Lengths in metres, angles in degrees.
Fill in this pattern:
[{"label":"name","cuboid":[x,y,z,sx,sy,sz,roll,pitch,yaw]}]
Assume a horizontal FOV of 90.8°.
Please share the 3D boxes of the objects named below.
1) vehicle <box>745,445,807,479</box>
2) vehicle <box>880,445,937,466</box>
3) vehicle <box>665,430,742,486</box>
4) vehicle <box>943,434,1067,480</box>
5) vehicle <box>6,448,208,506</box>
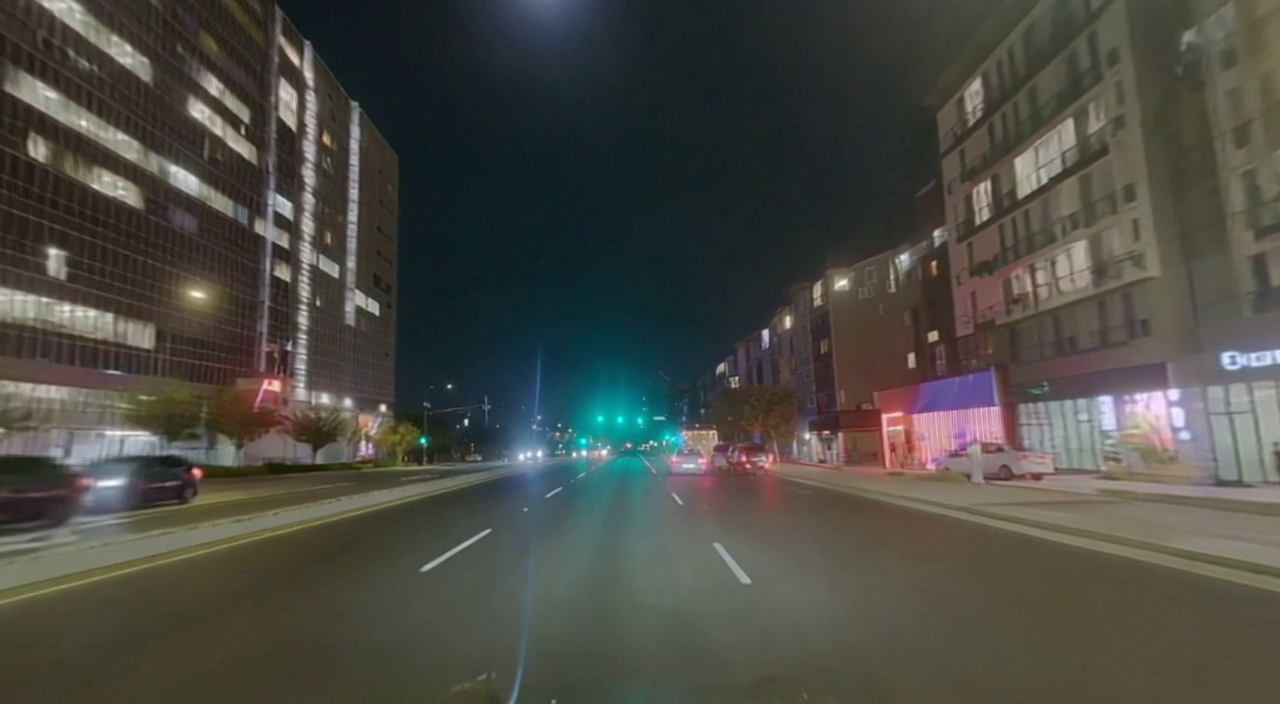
[{"label":"vehicle","cuboid":[6.244,5.095,29.499,1.795,1.459,4.333,0,-9,-2]},{"label":"vehicle","cuboid":[19.513,7.518,46.072,1.780,1.474,4.533,1,-8,-6]},{"label":"vehicle","cuboid":[2.127,3.790,22.860,2.130,1.787,5.126,0,-9,-1]},{"label":"vehicle","cuboid":[14.370,4.160,25.248,1.975,1.648,4.451,1,-9,-5]},{"label":"vehicle","cuboid":[-15.344,3.576,18.632,2.019,1.471,4.513,0,-9,0]}]
